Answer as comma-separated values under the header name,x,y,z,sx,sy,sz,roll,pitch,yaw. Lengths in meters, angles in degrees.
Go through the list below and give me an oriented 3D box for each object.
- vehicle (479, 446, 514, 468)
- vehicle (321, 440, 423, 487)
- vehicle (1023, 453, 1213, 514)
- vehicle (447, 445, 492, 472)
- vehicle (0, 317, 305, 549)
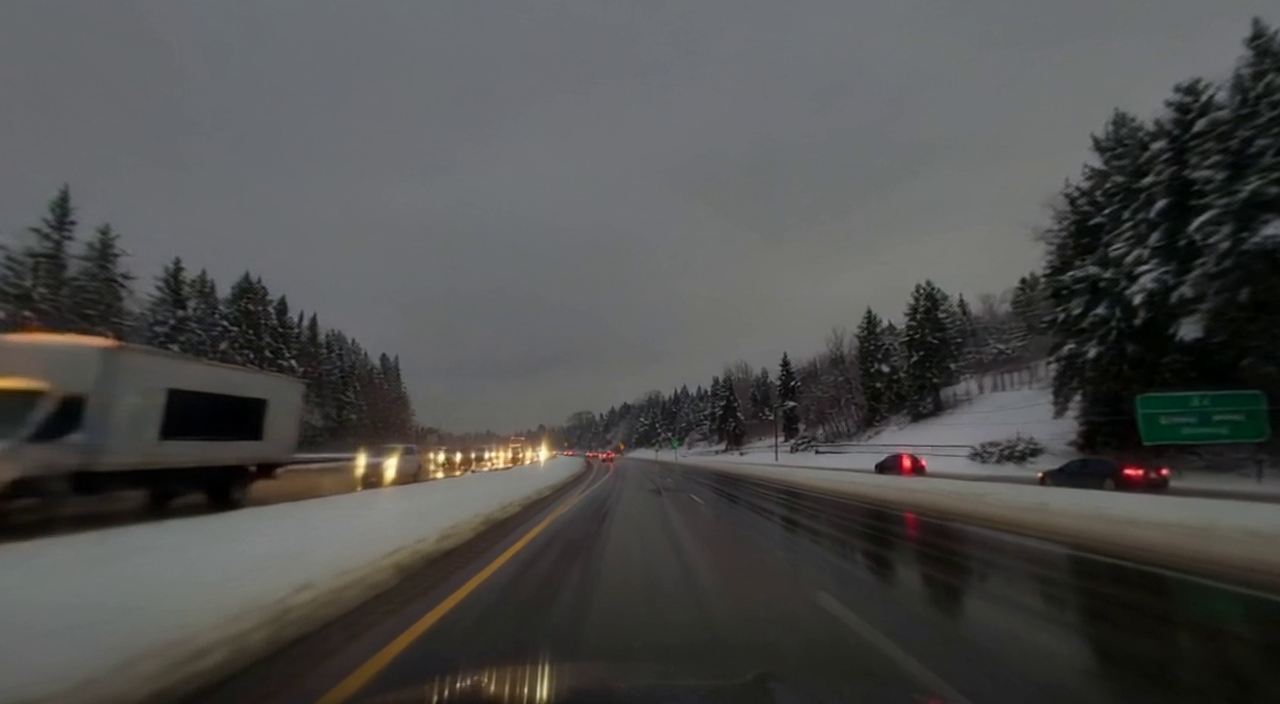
name,x,y,z,sx,sy,sz,roll,pitch,yaw
vehicle,-10.629,7.799,46.564,1.832,1.507,3.859,0,-9,-2
vehicle,-9.235,3.862,22.016,1.839,1.474,4.225,0,-9,-3
vehicle,13.883,3.802,18.659,1.941,1.536,4.585,0,-9,-2
vehicle,-10.136,6.350,37.563,1.797,1.477,3.854,0,-9,-3
vehicle,-8.559,1.429,10.525,2.356,2.637,6.975,0,-9,-4
